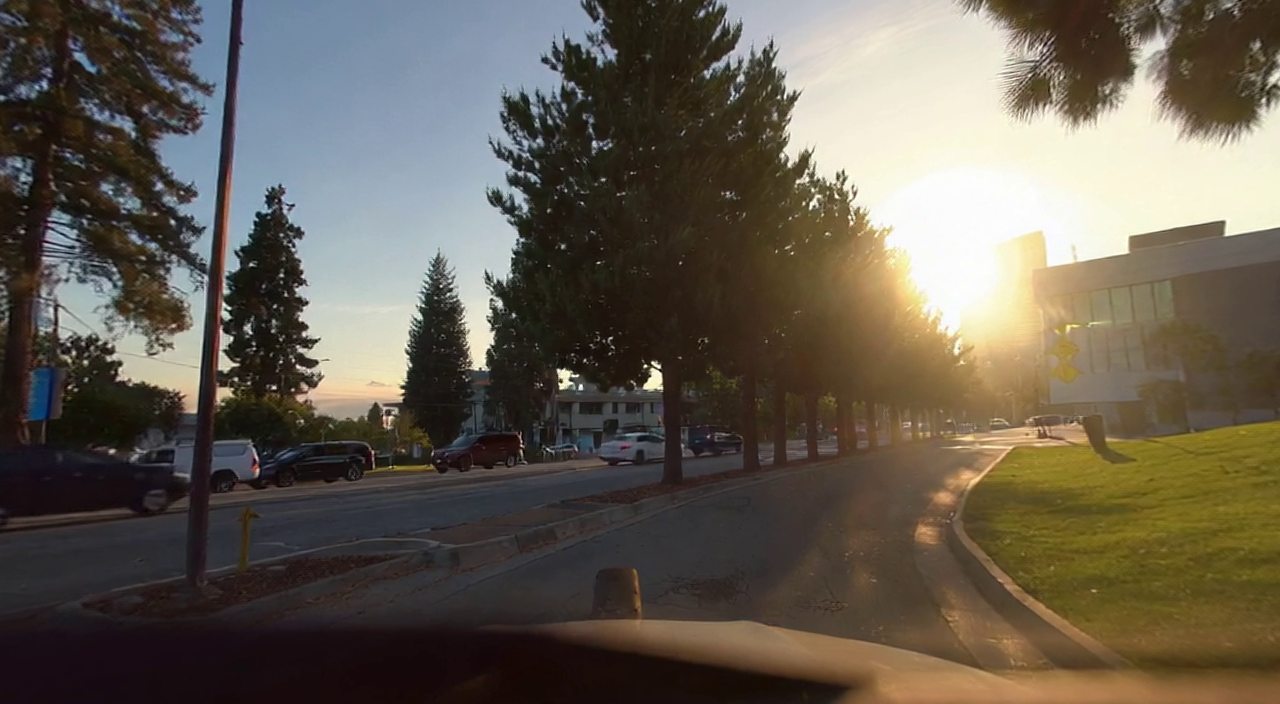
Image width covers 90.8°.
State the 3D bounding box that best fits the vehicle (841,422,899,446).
[{"bbox_3d":[16.594,5.915,45.446,1.949,1.640,5.372,-7,-10,42],"label":"vehicle"}]

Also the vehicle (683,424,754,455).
[{"bbox_3d":[5.240,5.720,41.405,2.195,1.909,5.353,-5,-10,37],"label":"vehicle"}]

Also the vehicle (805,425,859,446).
[{"bbox_3d":[14.816,6.427,48.603,2.218,1.466,5.191,-5,-9,37],"label":"vehicle"}]

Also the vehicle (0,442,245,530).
[{"bbox_3d":[-11.263,2.644,13.009,2.146,1.555,4.810,-8,-11,41],"label":"vehicle"}]

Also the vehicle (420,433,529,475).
[{"bbox_3d":[-8.215,5.050,31.729,2.134,1.924,4.911,-7,-10,41],"label":"vehicle"}]

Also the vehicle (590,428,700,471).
[{"bbox_3d":[0.342,4.081,26.722,2.040,1.625,5.119,-5,-10,36],"label":"vehicle"}]

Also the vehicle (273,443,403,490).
[{"bbox_3d":[-12.311,4.614,25.990,1.904,1.719,4.326,-6,-10,37],"label":"vehicle"}]
